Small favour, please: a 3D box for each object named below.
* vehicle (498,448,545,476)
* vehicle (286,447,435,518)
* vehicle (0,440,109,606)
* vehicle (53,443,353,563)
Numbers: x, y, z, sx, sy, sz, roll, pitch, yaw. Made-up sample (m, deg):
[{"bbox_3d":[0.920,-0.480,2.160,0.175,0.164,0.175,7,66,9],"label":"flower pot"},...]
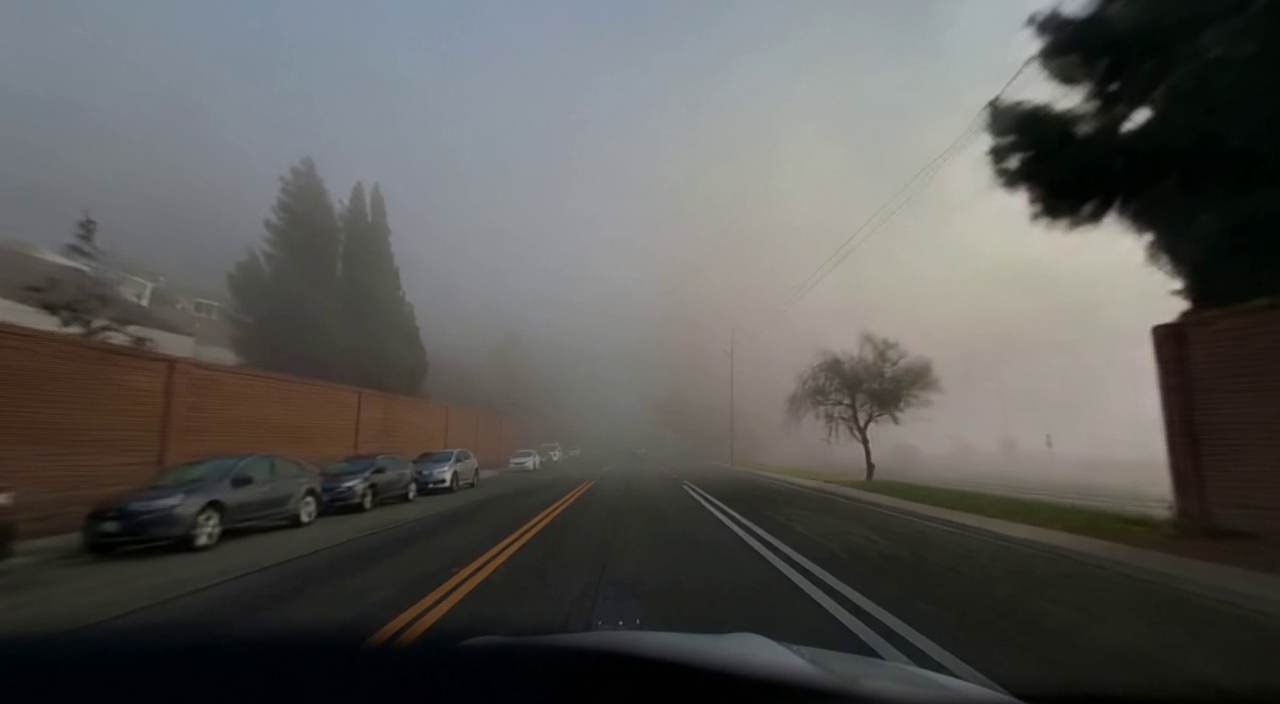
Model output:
[{"bbox_3d":[-7.072,6.613,38.165,1.989,1.485,4.218,2,-8,0],"label":"vehicle"},{"bbox_3d":[-6.792,3.164,15.962,1.760,1.434,4.471,1,-8,-1],"label":"vehicle"},{"bbox_3d":[-6.777,1.391,4.578,1.899,1.485,4.593,2,-8,-1],"label":"vehicle"},{"bbox_3d":[-6.855,2.336,10.700,1.779,1.473,4.510,1,-8,1],"label":"vehicle"}]
